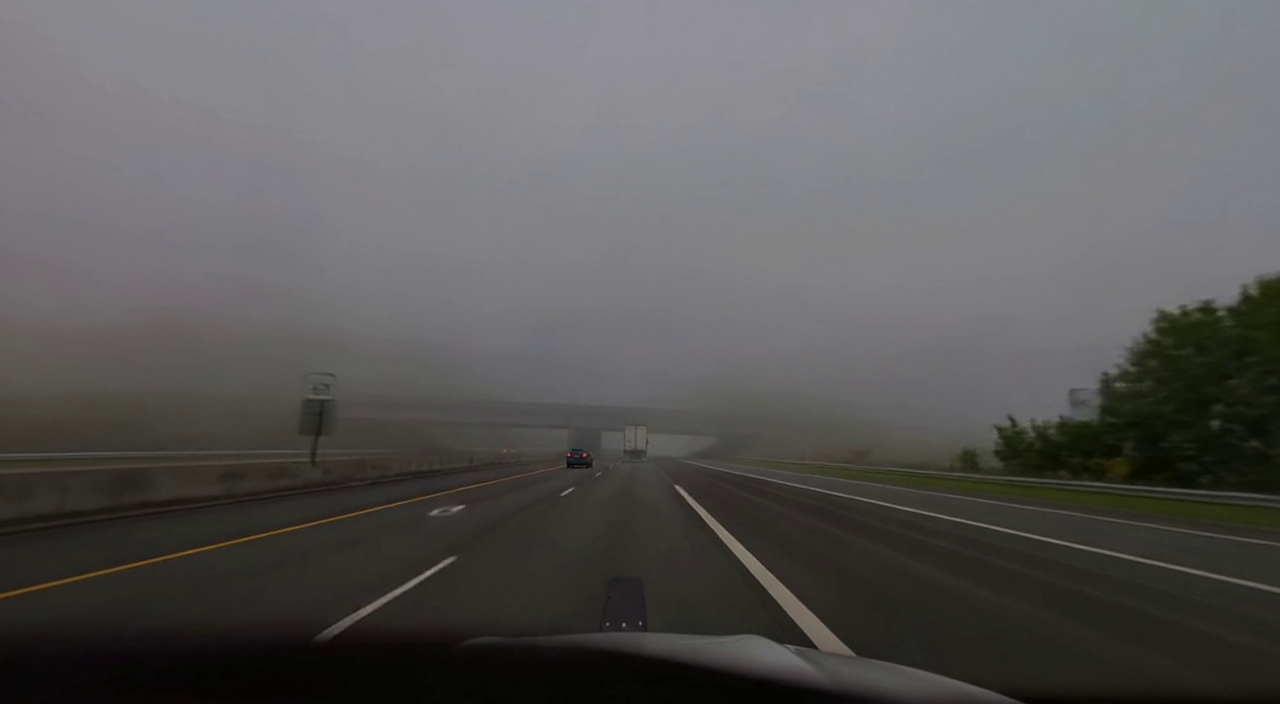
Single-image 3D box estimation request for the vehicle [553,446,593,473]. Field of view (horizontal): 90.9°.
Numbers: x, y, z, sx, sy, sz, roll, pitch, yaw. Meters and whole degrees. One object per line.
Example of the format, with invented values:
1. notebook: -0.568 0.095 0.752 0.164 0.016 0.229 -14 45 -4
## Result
1. vehicle: -4.146 6.735 39.648 2.042 1.526 4.516 0 -9 0
